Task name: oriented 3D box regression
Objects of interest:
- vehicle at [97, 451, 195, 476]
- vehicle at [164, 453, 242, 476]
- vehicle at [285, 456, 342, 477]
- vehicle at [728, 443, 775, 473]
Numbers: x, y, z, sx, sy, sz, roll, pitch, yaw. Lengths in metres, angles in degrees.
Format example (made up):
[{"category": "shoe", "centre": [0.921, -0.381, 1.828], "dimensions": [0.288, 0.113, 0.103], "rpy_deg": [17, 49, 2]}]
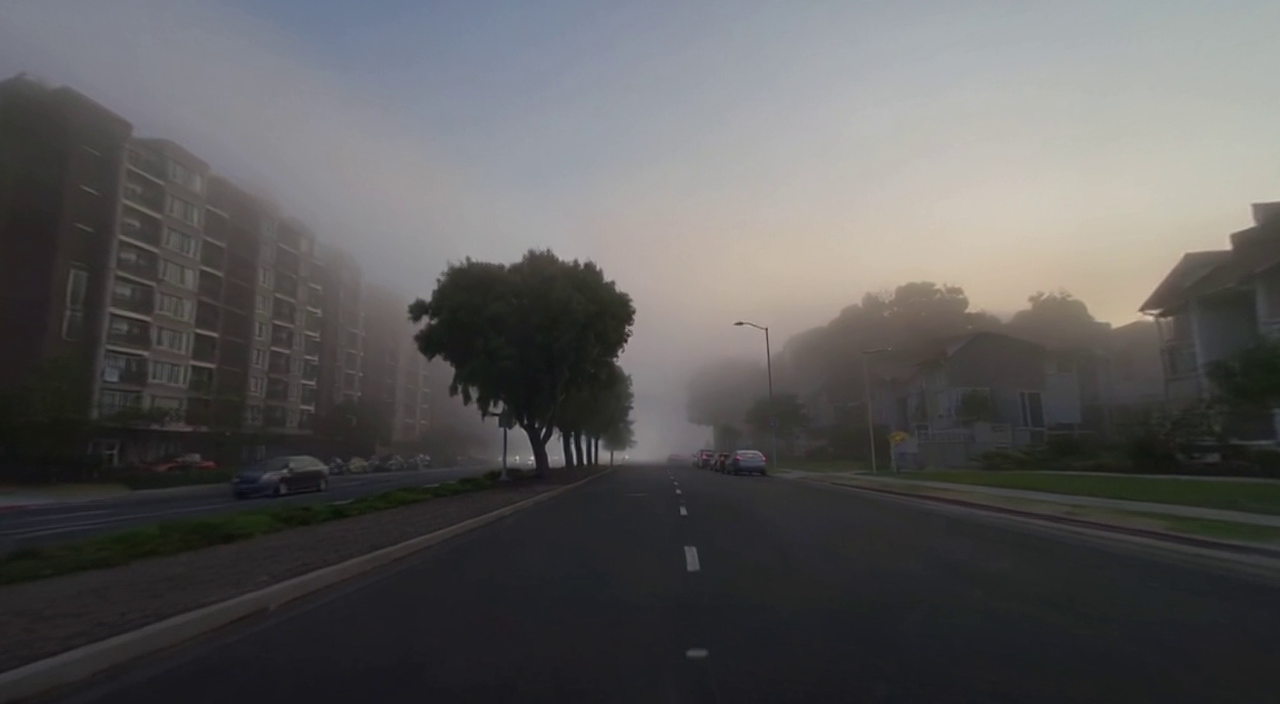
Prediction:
[{"category": "vehicle", "centre": [-32.970, 7.407, 42.073], "dimensions": [2.023, 1.567, 4.818], "rpy_deg": [-8, -12, 44]}, {"category": "vehicle", "centre": [-32.183, 8.258, 46.395], "dimensions": [1.836, 1.533, 4.324], "rpy_deg": [-8, -12, 44]}, {"category": "vehicle", "centre": [-25.500, 8.958, 49.358], "dimensions": [1.931, 1.427, 4.578], "rpy_deg": [0, -9, 2]}, {"category": "vehicle", "centre": [7.329, 7.021, 41.961], "dimensions": [2.241, 1.877, 4.810], "rpy_deg": [0, -9, 0]}]
